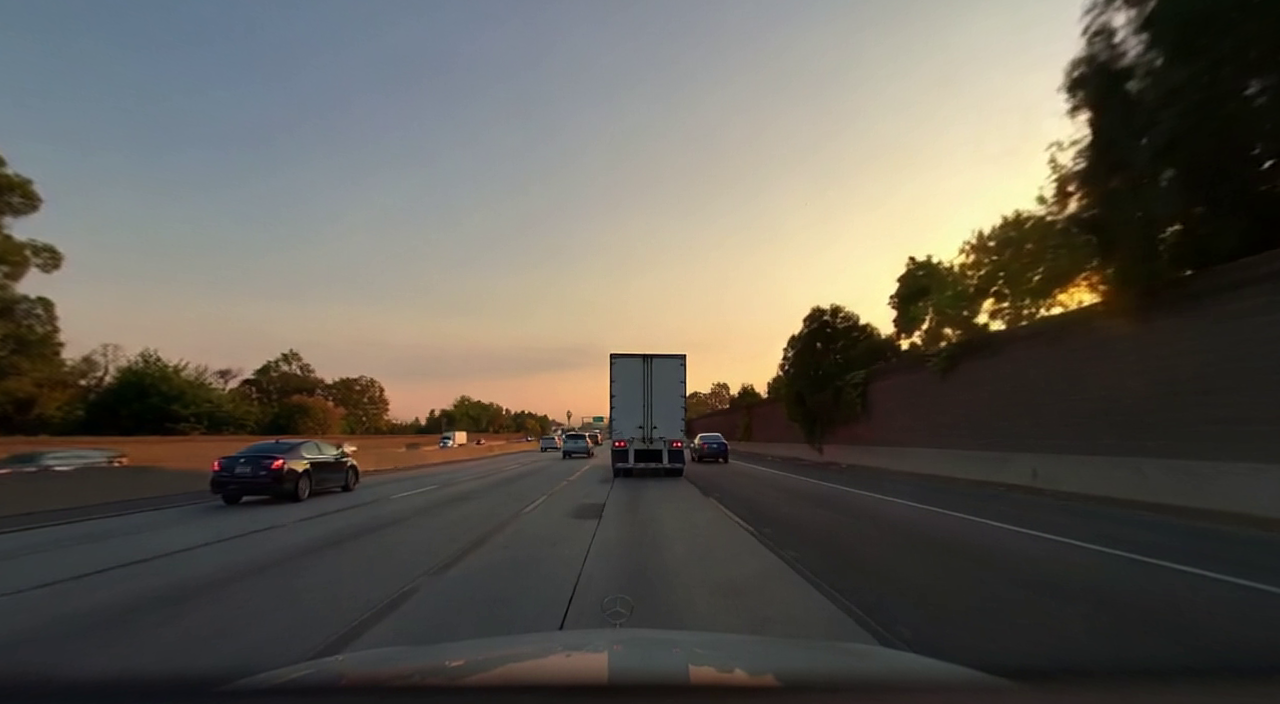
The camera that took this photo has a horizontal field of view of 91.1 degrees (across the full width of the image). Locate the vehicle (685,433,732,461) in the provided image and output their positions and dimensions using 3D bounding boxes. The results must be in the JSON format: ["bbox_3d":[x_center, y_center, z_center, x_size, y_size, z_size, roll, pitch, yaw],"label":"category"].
[{"bbox_3d":[3.900,5.499,36.537,2.044,1.508,4.716,0,-8,-2],"label":"vehicle"}]

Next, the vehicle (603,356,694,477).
[{"bbox_3d":[0.050,2.787,25.569,2.904,3.915,10.473,0,-8,-2],"label":"vehicle"}]

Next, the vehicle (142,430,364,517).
[{"bbox_3d":[-7.663,2.398,13.037,2.059,1.500,4.001,0,-8,-1],"label":"vehicle"}]

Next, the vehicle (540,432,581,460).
[{"bbox_3d":[-5.010,5.974,40.023,2.134,1.650,4.133,0,-8,-1],"label":"vehicle"}]

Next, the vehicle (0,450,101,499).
[{"bbox_3d":[-23.322,4.530,23.582,1.886,1.622,4.933,0,-8,-1],"label":"vehicle"}]
